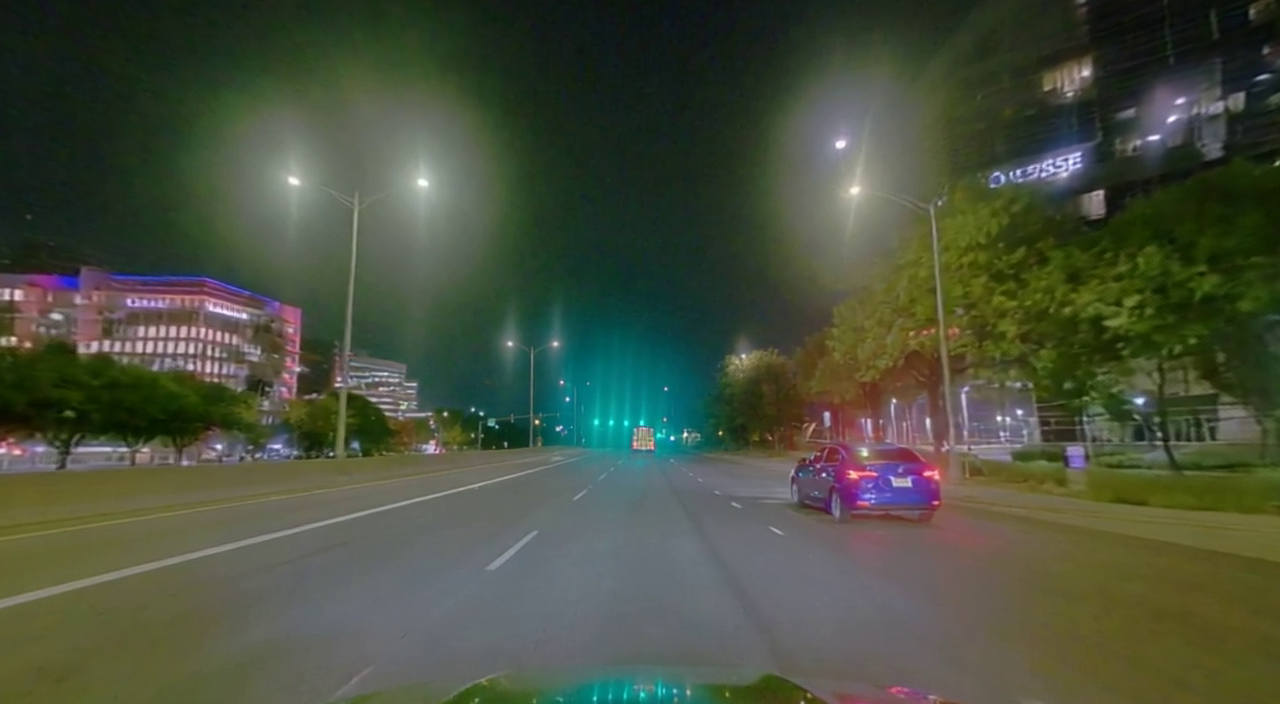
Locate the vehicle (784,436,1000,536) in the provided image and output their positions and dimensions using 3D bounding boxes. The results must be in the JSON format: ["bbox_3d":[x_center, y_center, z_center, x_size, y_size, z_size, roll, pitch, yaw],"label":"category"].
[{"bbox_3d":[4.227,2.302,11.585,2.005,1.442,4.675,0,-8,0],"label":"vehicle"}]
